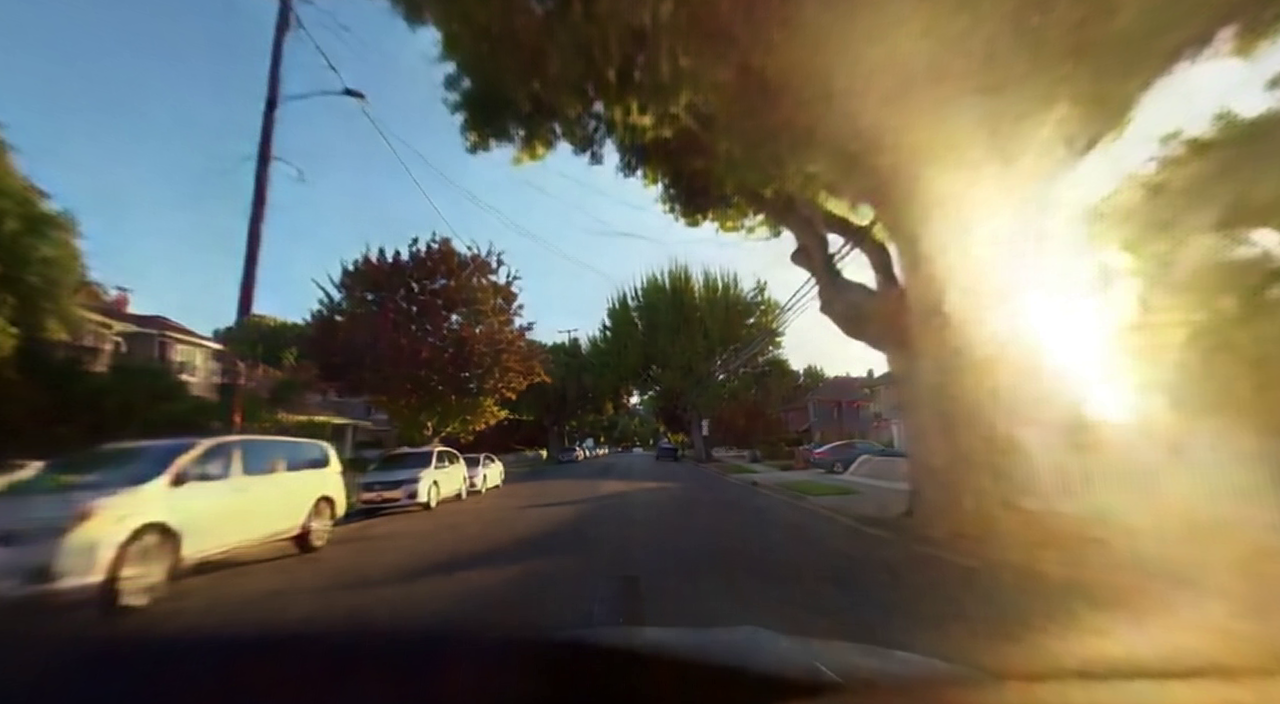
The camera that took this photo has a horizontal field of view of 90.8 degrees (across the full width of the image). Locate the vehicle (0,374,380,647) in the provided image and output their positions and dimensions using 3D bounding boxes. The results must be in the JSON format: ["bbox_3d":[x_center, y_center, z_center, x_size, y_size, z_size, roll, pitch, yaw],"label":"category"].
[{"bbox_3d":[-5.585,1.686,7.679,2.411,1.979,5.915,-5,-8,-1],"label":"vehicle"}]

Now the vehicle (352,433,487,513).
[{"bbox_3d":[-5.956,3.305,17.856,2.015,1.766,5.450,-3,-8,-2],"label":"vehicle"}]
